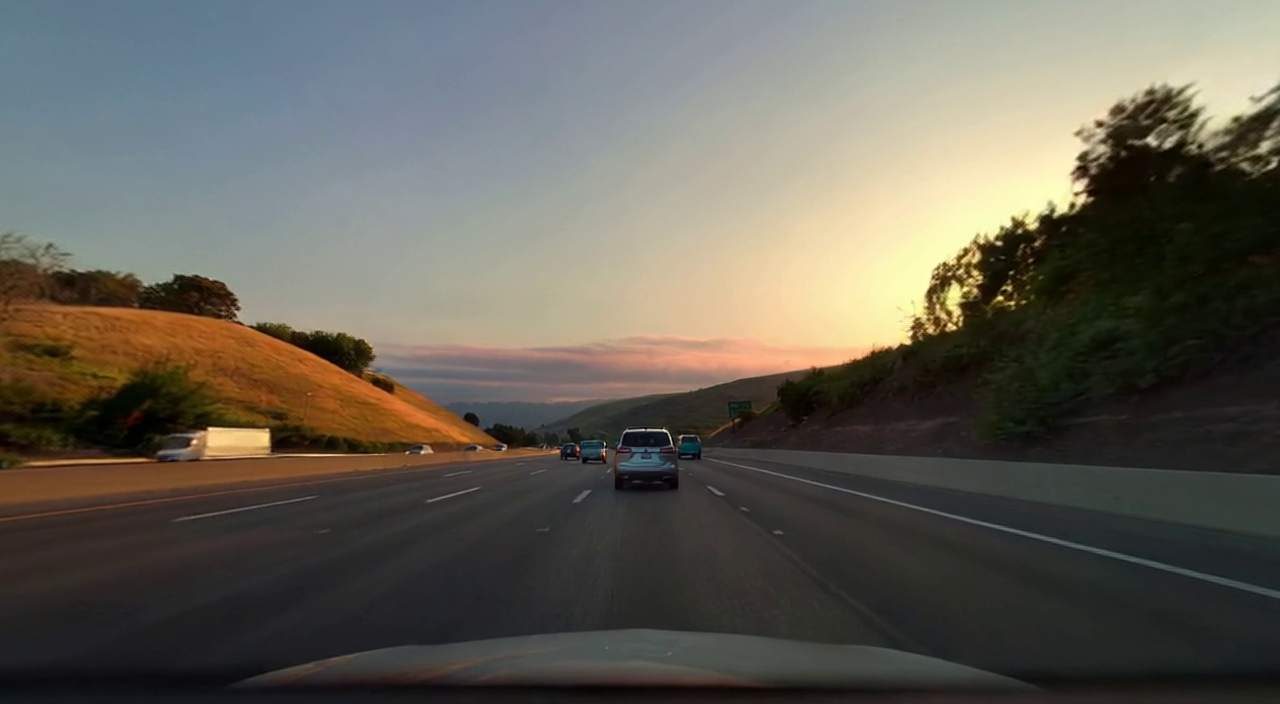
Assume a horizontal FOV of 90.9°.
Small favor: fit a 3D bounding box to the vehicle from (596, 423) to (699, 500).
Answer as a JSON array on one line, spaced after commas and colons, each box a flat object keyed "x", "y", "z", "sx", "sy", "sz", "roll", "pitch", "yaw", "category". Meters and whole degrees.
[{"x": 0.173, "y": 2.938, "z": 17.223, "sx": 2.447, "sy": 1.804, "sz": 4.273, "roll": 0, "pitch": -9, "yaw": 0, "category": "vehicle"}]

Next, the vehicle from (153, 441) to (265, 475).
[{"x": -24.236, "y": 5.981, "z": 35.841, "sx": 2.271, "sy": 1.728, "sz": 5.807, "roll": 0, "pitch": -9, "yaw": 1, "category": "vehicle"}]
